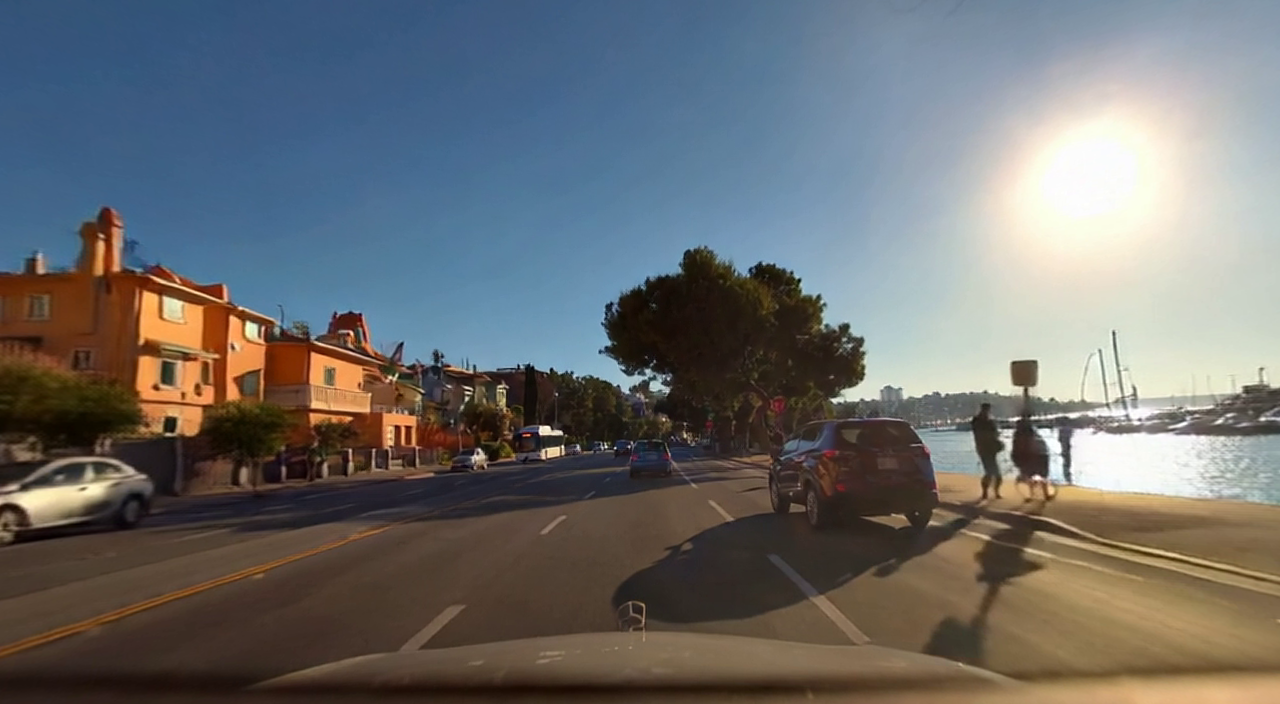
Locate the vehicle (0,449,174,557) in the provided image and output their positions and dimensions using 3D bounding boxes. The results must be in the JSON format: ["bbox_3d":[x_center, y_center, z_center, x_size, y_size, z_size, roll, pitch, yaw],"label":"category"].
[{"bbox_3d":[-10.383,2.499,10.854,1.701,1.528,3.881,-1,-8,1],"label":"vehicle"}]

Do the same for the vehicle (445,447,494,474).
[{"bbox_3d":[-10.151,6.492,37.838,1.731,1.489,3.841,-1,-9,3],"label":"vehicle"}]

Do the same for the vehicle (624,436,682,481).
[{"bbox_3d":[0.468,4.197,25.096,2.132,1.632,3.838,0,-9,0],"label":"vehicle"}]

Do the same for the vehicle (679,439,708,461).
[{"bbox_3d":[4.109,7.604,49.100,1.876,1.626,3.851,0,-9,-1],"label":"vehicle"}]

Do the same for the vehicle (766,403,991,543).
[{"bbox_3d":[3.562,1.916,10.505,2.000,1.809,4.405,0,-9,0],"label":"vehicle"}]
